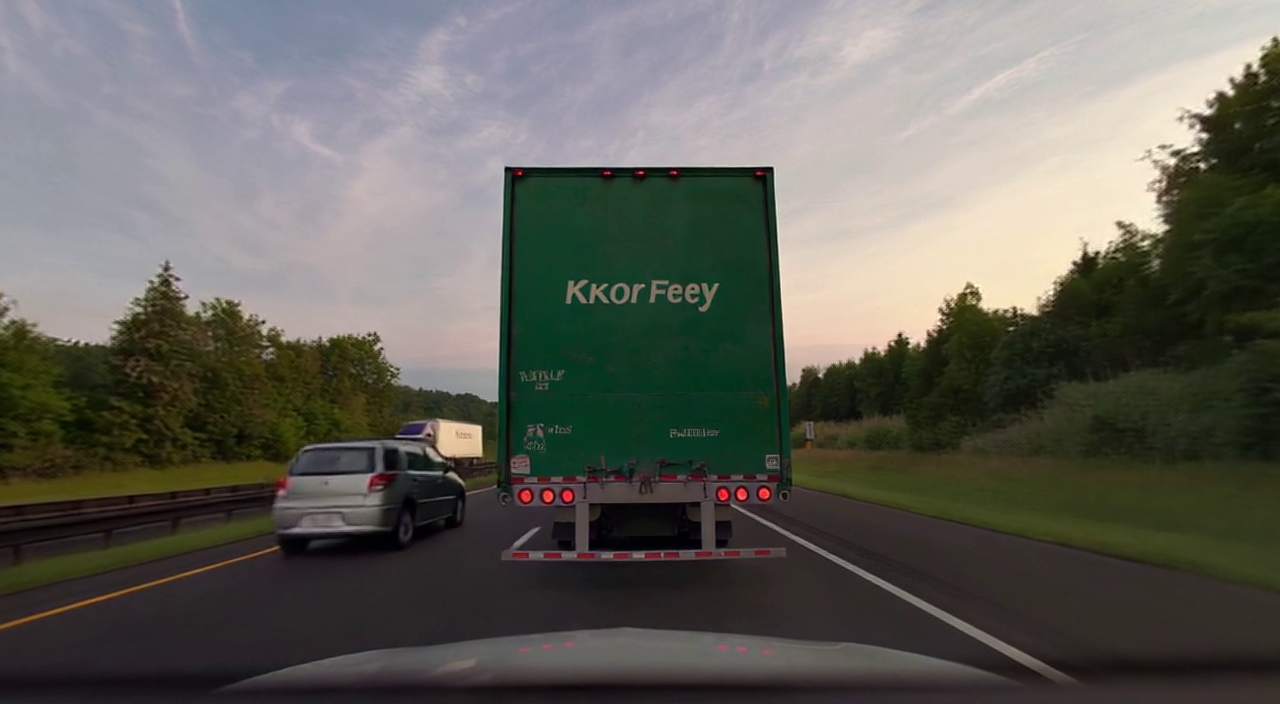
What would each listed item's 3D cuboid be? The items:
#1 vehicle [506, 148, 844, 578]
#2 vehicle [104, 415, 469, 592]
[{"bbox_3d":[0.233,1.117,13.478,3.230,4.377,14.405,0,-9,-1],"label":"vehicle"},{"bbox_3d":[-3.804,1.715,7.924,2.095,1.600,4.247,0,-9,0],"label":"vehicle"}]
